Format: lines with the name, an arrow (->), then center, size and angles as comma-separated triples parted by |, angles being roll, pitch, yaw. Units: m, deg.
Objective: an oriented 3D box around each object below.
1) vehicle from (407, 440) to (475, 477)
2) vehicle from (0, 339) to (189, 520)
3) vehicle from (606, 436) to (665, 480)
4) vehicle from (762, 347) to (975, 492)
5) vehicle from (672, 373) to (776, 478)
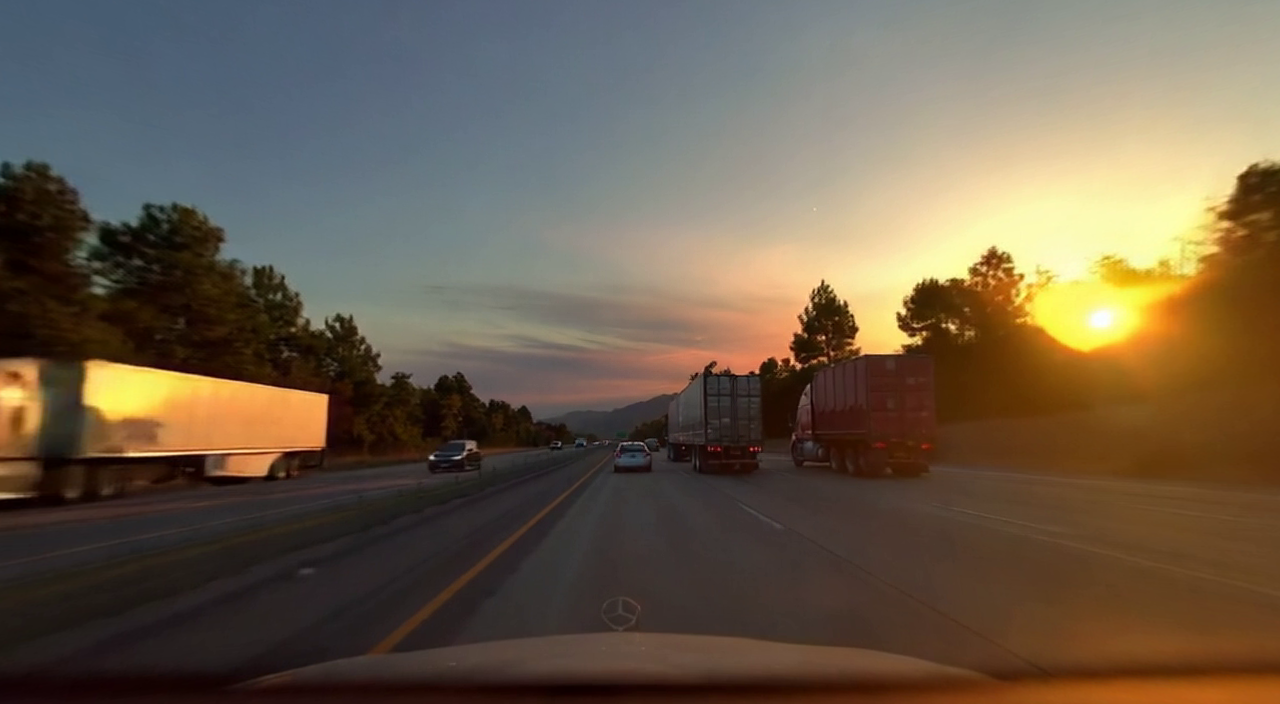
vehicle -> -8.663, 4.648, 27.762 | 1.841, 1.488, 3.664 | 0, -8, -1
vehicle -> -16.675, 2.197, 17.362 | 3.135, 4.207, 7.042 | 0, -9, -1
vehicle -> -0.218, 3.930, 23.685 | 2.038, 1.477, 3.773 | 0, -8, -1
vehicle -> 7.865, 2.829, 25.030 | 2.876, 4.111, 14.145 | 0, -8, -1
vehicle -> 3.670, 3.811, 31.979 | 2.888, 4.099, 14.183 | 0, -8, -2
